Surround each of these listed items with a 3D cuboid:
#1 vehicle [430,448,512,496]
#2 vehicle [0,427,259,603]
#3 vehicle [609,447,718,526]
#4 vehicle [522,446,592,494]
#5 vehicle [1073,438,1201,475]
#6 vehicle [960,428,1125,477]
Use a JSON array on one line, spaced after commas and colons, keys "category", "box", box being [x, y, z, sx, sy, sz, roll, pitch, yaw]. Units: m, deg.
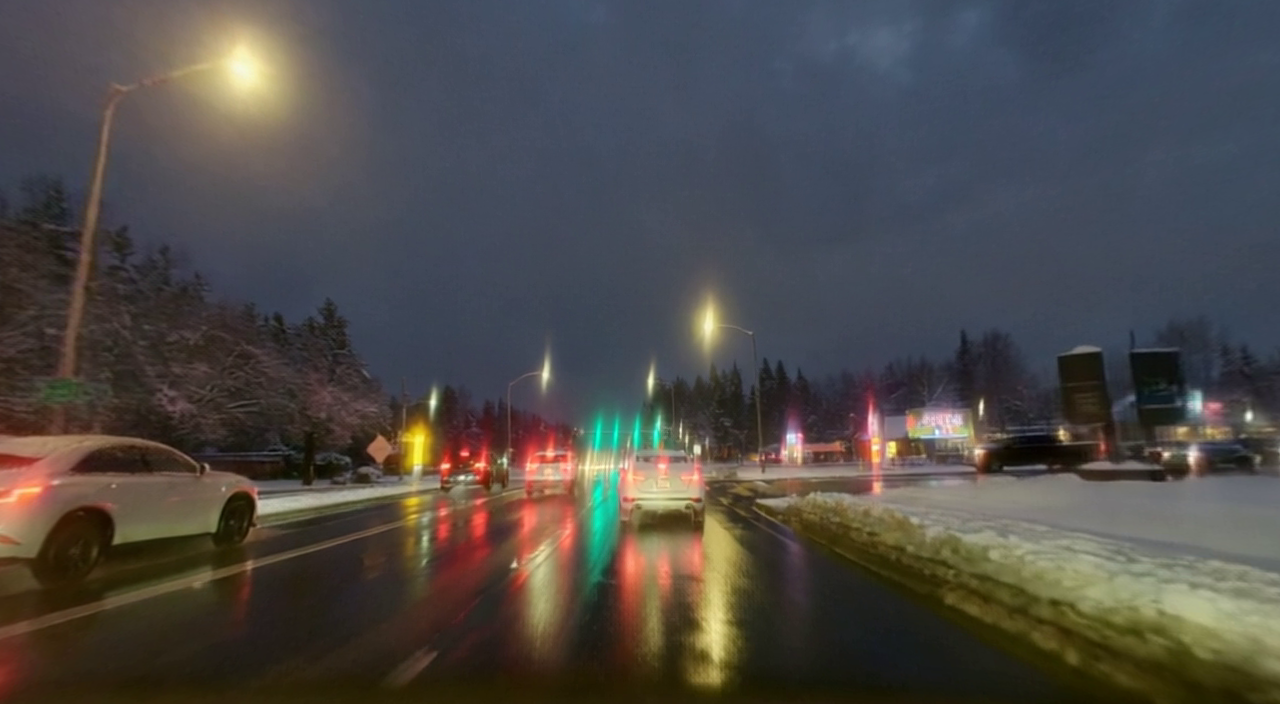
[{"category": "vehicle", "box": [-6.827, 4.862, 25.981, 2.032, 1.767, 4.549, 0, -9, 1]}, {"category": "vehicle", "box": [-7.062, 1.826, 7.766, 1.968, 1.657, 4.230, 0, -9, 1]}, {"category": "vehicle", "box": [0.488, 2.889, 14.111, 2.091, 1.494, 3.962, 0, -9, 1]}, {"category": "vehicle", "box": [-3.221, 4.668, 25.332, 2.055, 1.725, 4.732, 0, -9, 1]}, {"category": "vehicle", "box": [22.302, 4.700, 28.331, 4.220, 1.550, 1.935, -9, -13, 43]}, {"category": "vehicle", "box": [18.066, 4.518, 28.524, 5.852, 1.962, 2.323, -8, -11, 41]}]
